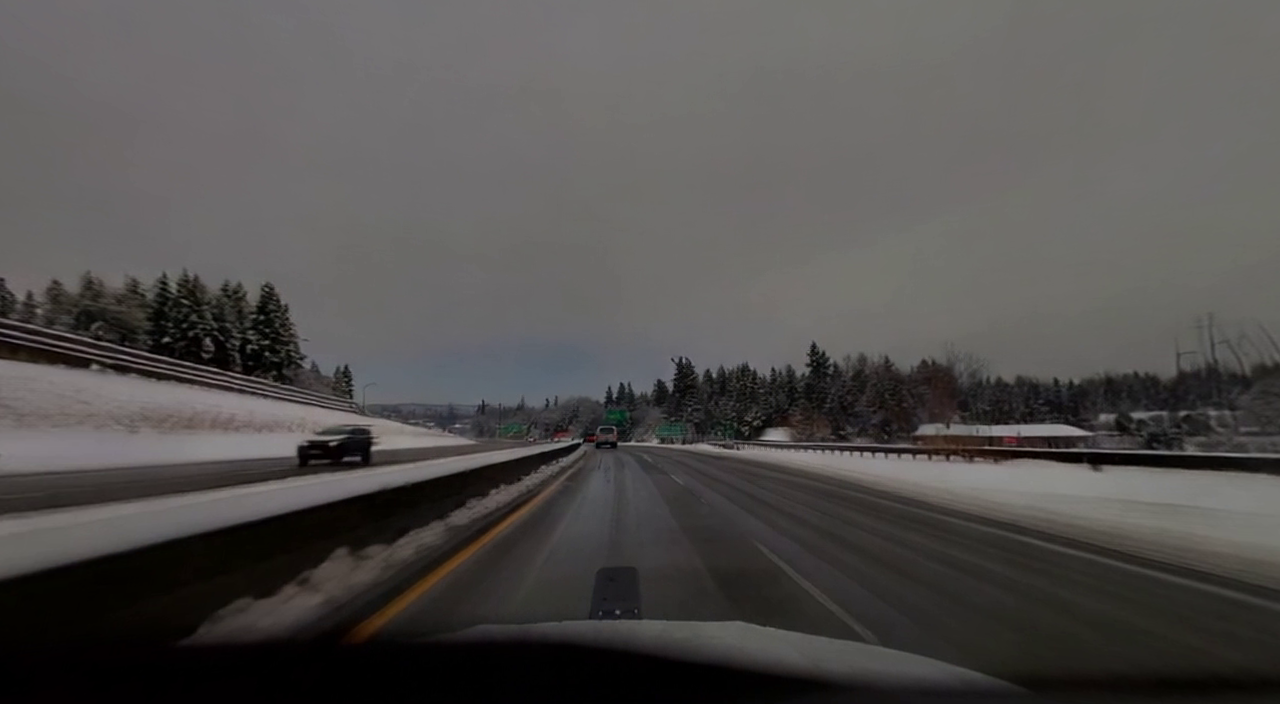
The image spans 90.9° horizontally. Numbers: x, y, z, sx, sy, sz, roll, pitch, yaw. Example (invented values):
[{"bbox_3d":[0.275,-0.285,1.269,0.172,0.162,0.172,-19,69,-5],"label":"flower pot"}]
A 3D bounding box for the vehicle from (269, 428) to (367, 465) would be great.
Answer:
[{"bbox_3d":[-14.128,4.159,28.002,2.030,1.500,4.664,0,-8,-2],"label":"vehicle"}]
